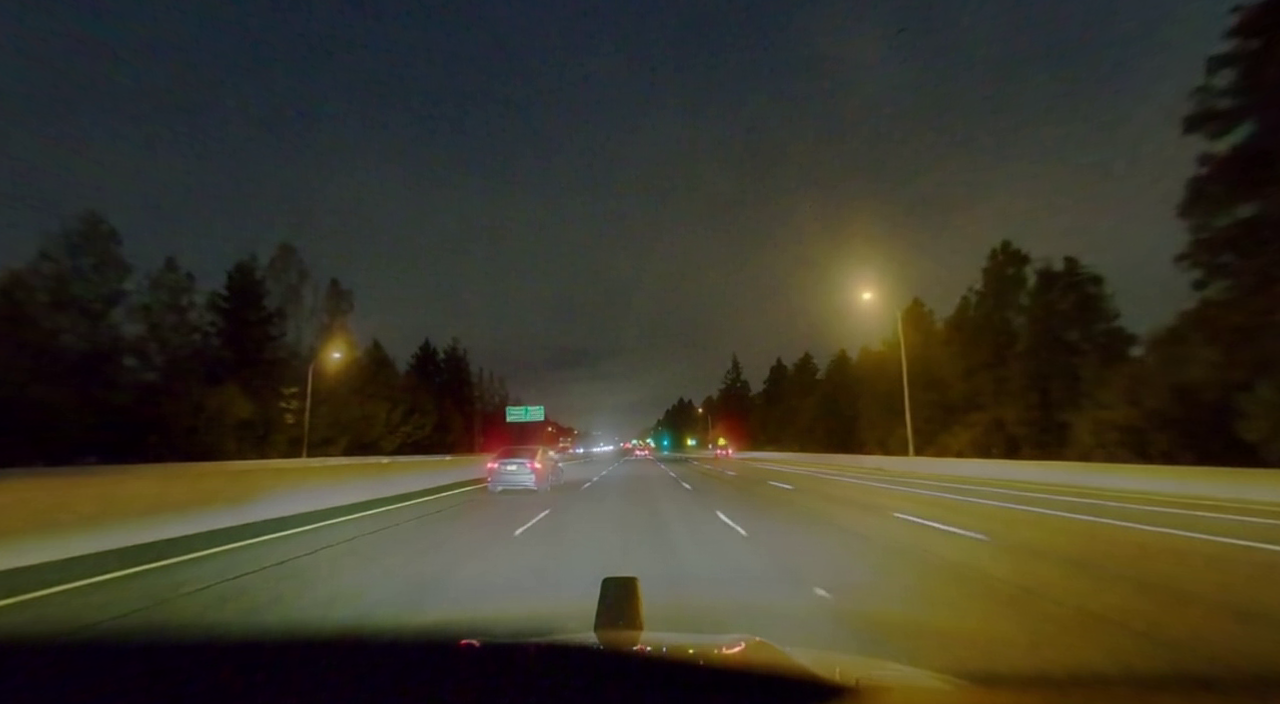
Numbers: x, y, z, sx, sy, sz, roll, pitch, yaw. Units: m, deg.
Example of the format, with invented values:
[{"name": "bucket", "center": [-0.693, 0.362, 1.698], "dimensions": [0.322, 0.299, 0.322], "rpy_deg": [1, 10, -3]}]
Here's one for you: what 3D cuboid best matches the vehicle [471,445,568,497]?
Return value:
[{"name": "vehicle", "center": [-3.775, 3.817, 20.650], "dimensions": [2.162, 1.493, 4.583], "rpy_deg": [0, -9, 1]}]
